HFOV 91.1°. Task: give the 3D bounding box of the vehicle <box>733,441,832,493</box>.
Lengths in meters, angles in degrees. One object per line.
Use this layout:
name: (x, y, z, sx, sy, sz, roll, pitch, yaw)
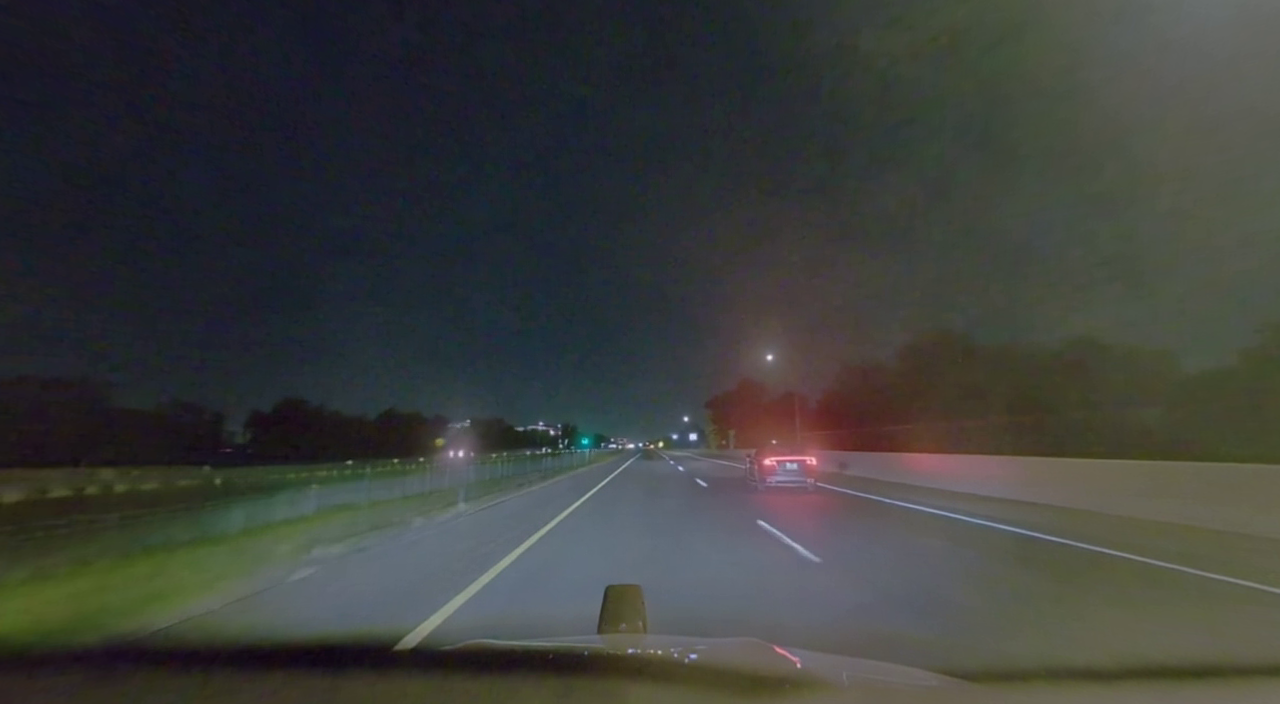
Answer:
vehicle: (4.269, 3.506, 19.616, 2.124, 1.405, 4.398, 0, -8, 1)
